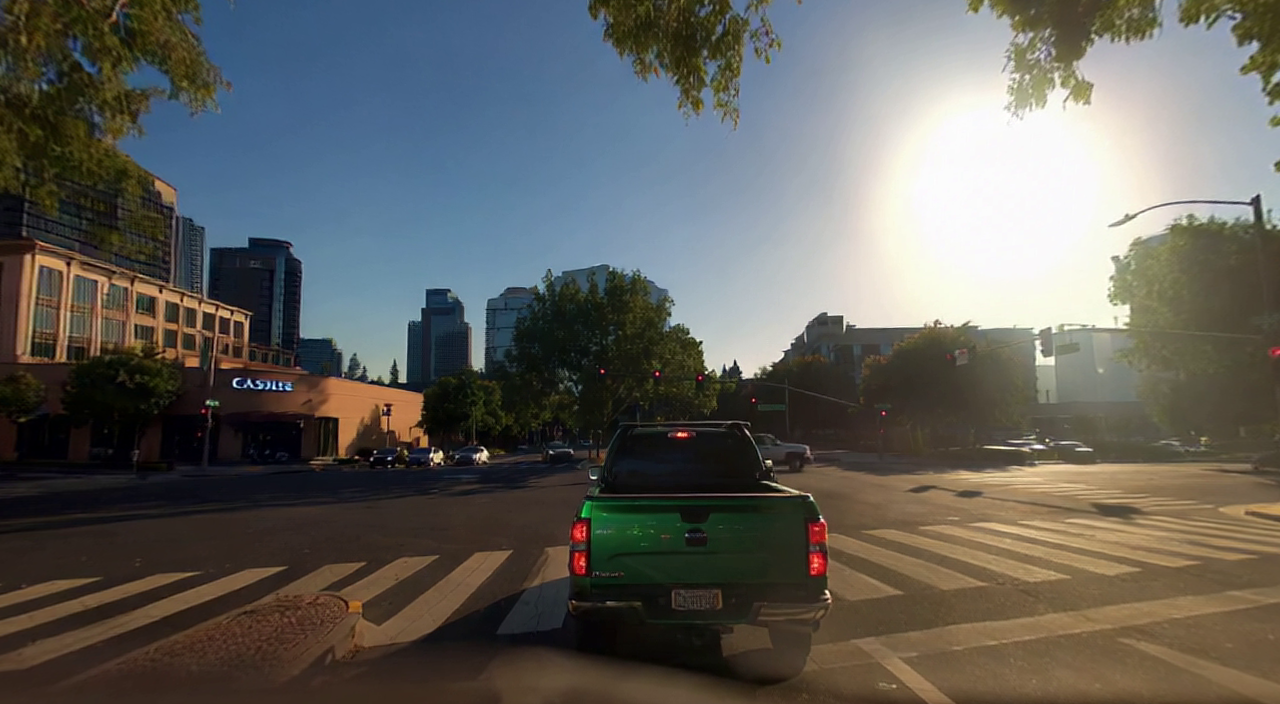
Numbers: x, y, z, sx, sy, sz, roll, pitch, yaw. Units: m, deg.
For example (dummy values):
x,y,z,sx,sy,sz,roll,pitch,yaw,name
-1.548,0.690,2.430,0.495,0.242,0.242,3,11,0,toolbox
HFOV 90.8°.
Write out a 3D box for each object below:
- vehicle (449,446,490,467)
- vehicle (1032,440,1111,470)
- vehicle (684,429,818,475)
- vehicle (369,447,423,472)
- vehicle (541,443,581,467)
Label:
x,y,z,sx,sy,sz,roll,pitch,yaw,name
-12.611,7.759,47.090,1.946,1.474,4.008,0,-9,0,vehicle
26.359,6.269,38.551,4.541,1.731,2.007,5,-10,-28,vehicle
5.103,4.617,29.288,5.667,1.927,2.289,-4,-9,25,vehicle
-16.245,7.138,42.240,1.883,1.586,4.297,0,-9,0,vehicle
-5.338,6.842,42.265,1.879,1.464,4.457,3,-9,-17,vehicle
